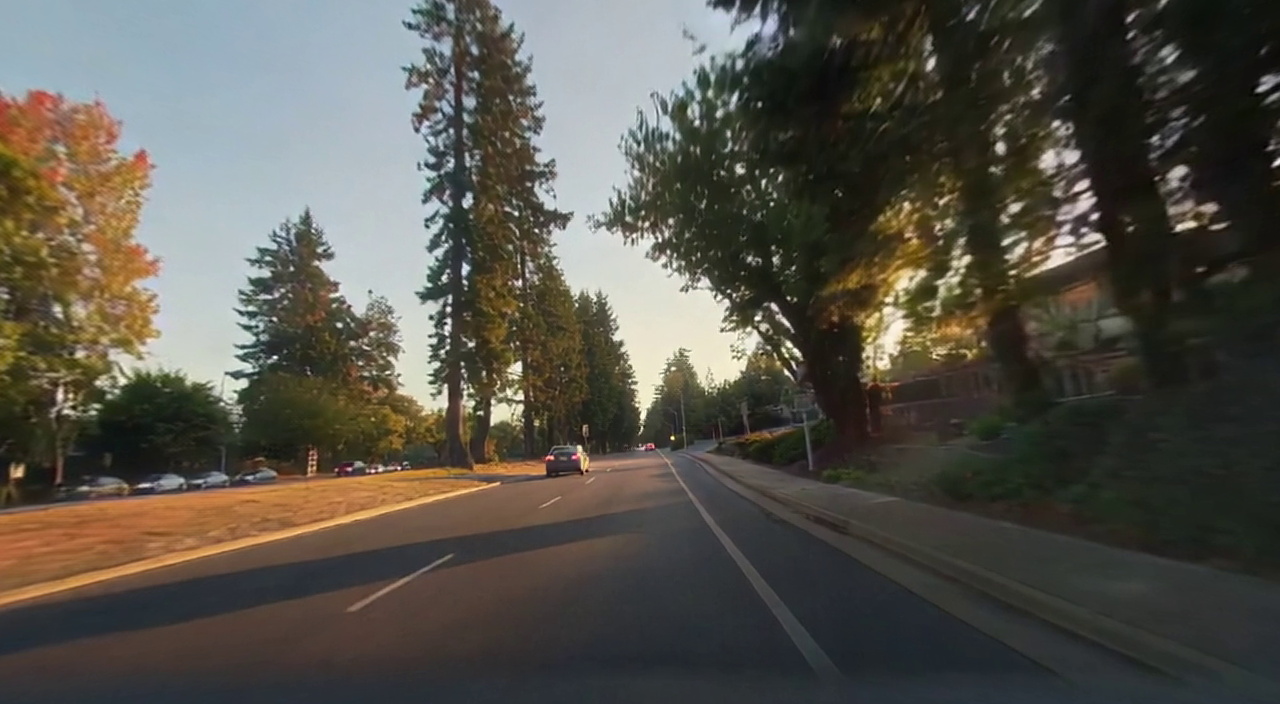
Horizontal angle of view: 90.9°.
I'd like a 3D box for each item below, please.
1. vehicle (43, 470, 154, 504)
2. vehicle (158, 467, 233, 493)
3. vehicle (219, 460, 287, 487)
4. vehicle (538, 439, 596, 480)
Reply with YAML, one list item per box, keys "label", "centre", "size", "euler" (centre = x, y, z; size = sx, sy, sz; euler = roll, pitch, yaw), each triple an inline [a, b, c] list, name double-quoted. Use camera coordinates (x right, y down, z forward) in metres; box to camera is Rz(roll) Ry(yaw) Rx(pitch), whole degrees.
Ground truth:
- label: "vehicle"
  centre: [-29.505, 7.356, 34.591]
  size: [1.912, 1.475, 4.918]
  euler: [-1, -8, -3]
- label: "vehicle"
  centre: [-29.782, 8.567, 42.406]
  size: [1.862, 1.478, 4.488]
  euler: [-1, -8, 0]
- label: "vehicle"
  centre: [-29.694, 9.315, 48.580]
  size: [1.992, 1.792, 4.929]
  euler: [0, -8, 2]
- label: "vehicle"
  centre: [-3.220, 4.819, 28.635]
  size: [2.016, 1.694, 4.335]
  euler: [0, -8, 2]
